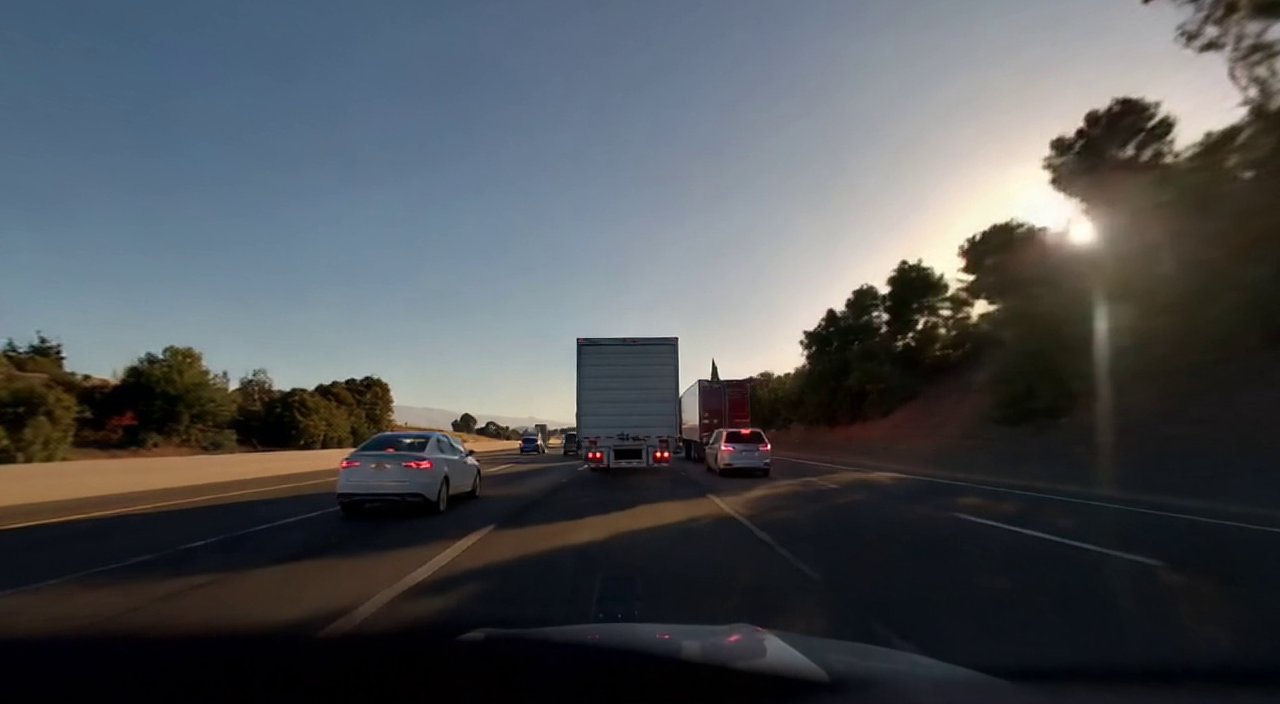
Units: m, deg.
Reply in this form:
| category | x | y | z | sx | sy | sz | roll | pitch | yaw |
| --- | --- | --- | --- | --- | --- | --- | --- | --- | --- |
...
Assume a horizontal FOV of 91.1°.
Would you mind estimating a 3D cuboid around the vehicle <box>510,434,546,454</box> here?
| category | x | y | z | sx | sy | sz | roll | pitch | yaw |
| --- | --- | --- | --- | --- | --- | --- | --- | --- | --- |
| vehicle | -8.770 | 7.214 | 49.573 | 2.019 | 1.471 | 4.347 | 0 | -8 | -1 |

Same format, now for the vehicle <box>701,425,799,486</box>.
| category | x | y | z | sx | sy | sz | roll | pitch | yaw |
| --- | --- | --- | --- | --- | --- | --- | --- | --- | --- |
| vehicle | 2.995 | 2.910 | 18.055 | 1.976 | 1.513 | 4.065 | 0 | -8 | -2 |

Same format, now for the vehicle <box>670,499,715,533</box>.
| category | x | y | z | sx | sy | sz | roll | pitch | yaw |
| --- | --- | --- | --- | --- | --- | --- | --- | --- | --- |
| vehicle | 3.708 | 11.708 | 44.925 | 2.835 | 2.000 | 2.696 | 0 | -7 | -2 |

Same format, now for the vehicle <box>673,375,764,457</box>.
| category | x | y | z | sx | sy | sz | roll | pitch | yaw |
| --- | --- | --- | --- | --- | --- | --- | --- | --- | --- |
| vehicle | 4.141 | 4.188 | 37.340 | 2.863 | 3.936 | 14.058 | 1 | -9 | -3 |

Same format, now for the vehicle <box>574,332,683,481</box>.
| category | x | y | z | sx | sy | sz | roll | pitch | yaw |
| --- | --- | --- | --- | --- | --- | --- | --- | --- | --- |
| vehicle | -0.432 | 2.123 | 22.075 | 2.938 | 4.033 | 9.980 | 0 | -8 | -1 |

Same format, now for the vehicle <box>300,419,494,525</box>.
| category | x | y | z | sx | sy | sz | roll | pitch | yaw |
| --- | --- | --- | --- | --- | --- | --- | --- | --- | --- |
| vehicle | -3.950 | 1.987 | 11.016 | 1.882 | 1.493 | 3.828 | 0 | -8 | 0 |
